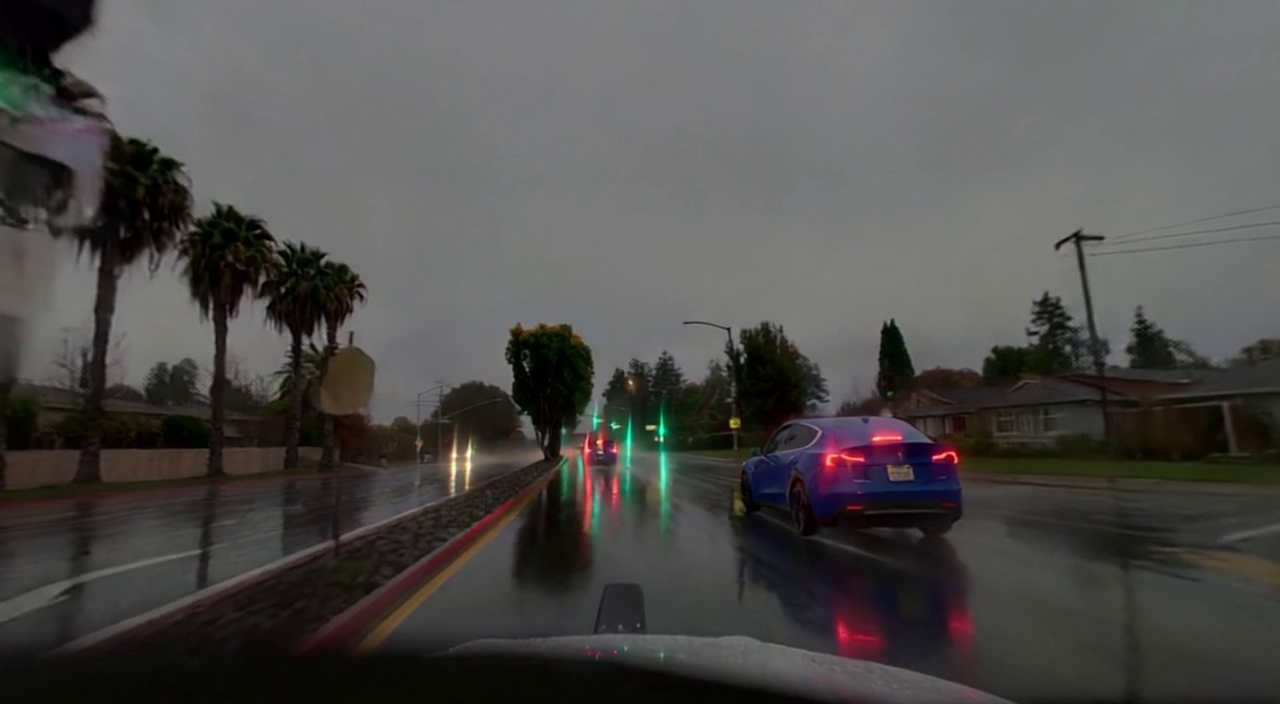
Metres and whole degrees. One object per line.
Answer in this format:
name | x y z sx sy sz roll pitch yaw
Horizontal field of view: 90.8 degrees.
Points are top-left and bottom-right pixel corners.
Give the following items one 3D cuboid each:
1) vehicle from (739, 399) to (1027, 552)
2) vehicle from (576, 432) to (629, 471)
vehicle | 3.349 1.856 10.210 2.205 1.803 5.135 1 -9 -5
vehicle | -1.854 4.753 30.406 2.341 1.709 4.466 0 -9 -5
